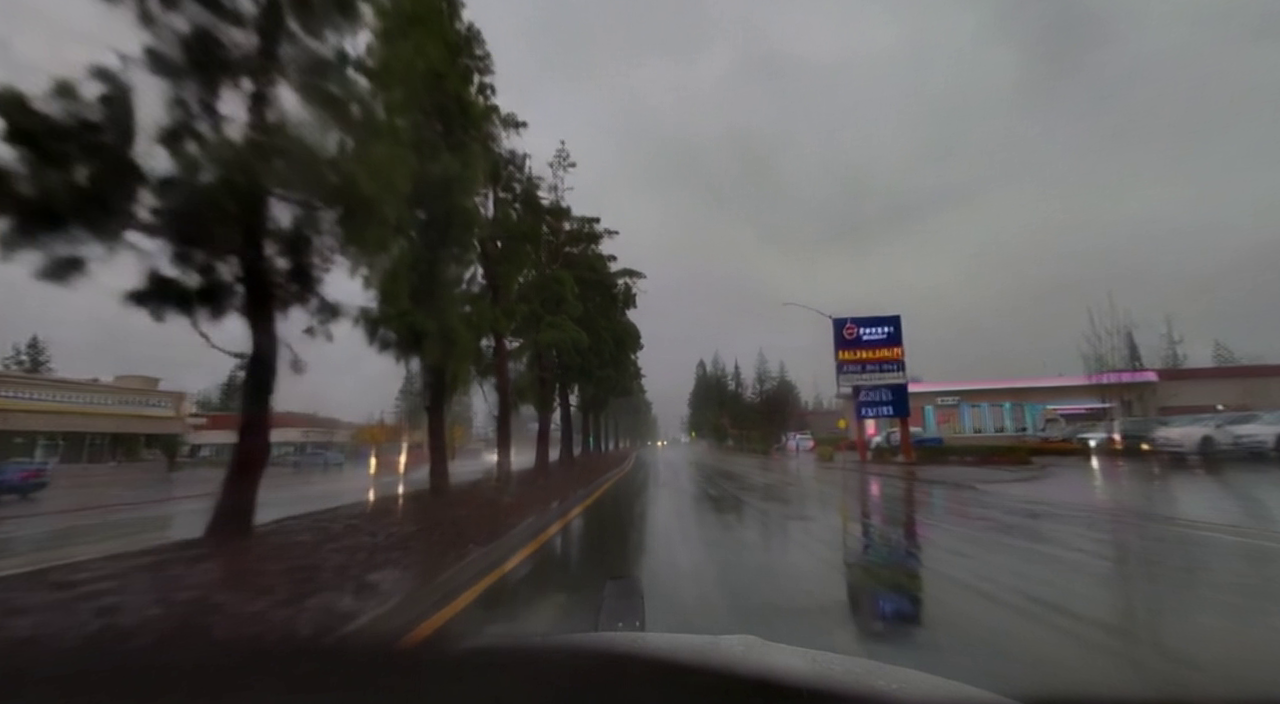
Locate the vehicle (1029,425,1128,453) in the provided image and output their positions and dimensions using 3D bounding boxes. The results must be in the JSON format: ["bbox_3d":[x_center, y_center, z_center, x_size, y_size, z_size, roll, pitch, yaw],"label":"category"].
[{"bbox_3d":[22.453,4.474,32.458,3.547,1.360,1.951,-1,-9,3],"label":"vehicle"}]

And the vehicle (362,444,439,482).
[{"bbox_3d":[-11.103,5.145,29.588,1.896,1.593,4.014,0,-9,2],"label":"vehicle"}]

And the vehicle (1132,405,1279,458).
[{"bbox_3d":[21.895,2.884,23.373,5.505,1.592,2.166,-3,-7,-1],"label":"vehicle"}]
